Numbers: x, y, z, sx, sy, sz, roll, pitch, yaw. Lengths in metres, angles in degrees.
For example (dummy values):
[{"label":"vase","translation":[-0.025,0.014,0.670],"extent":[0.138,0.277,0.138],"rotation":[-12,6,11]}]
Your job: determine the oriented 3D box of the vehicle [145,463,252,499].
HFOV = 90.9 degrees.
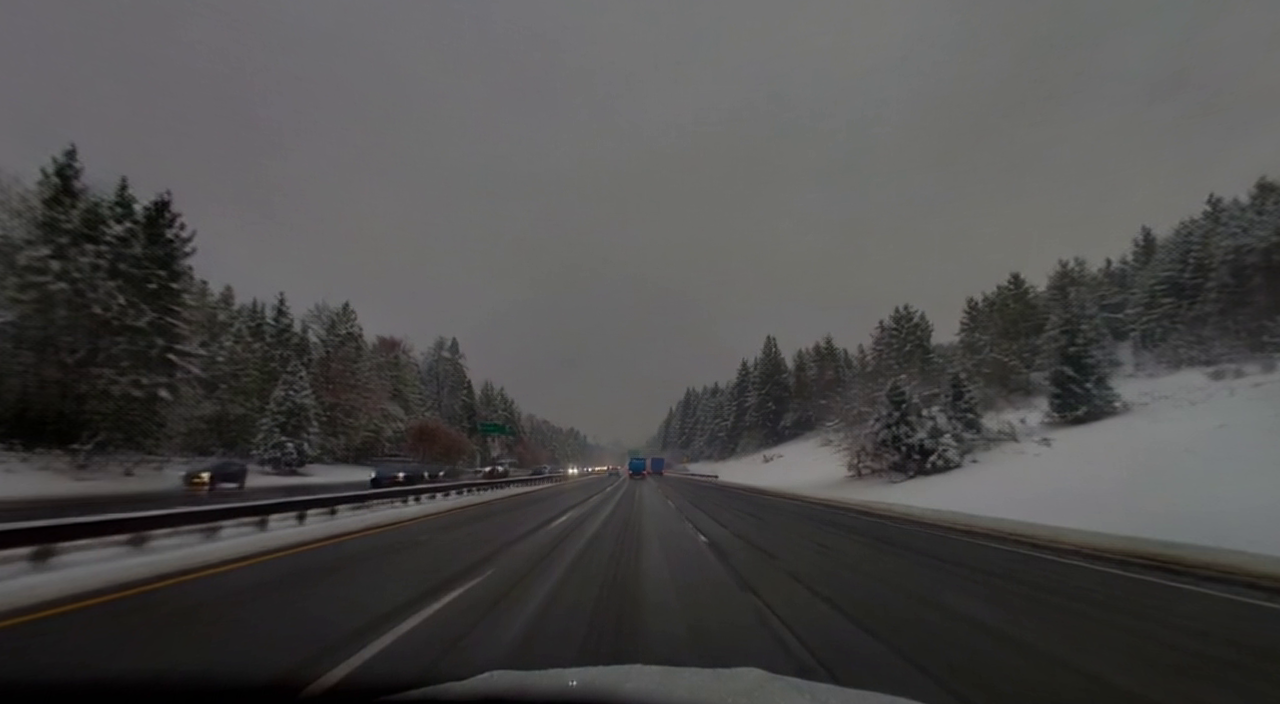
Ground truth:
[{"label":"vehicle","translation":[-20.396,5.960,29.359],"extent":[1.912,1.481,4.203],"rotation":[1,-10,0]}]
